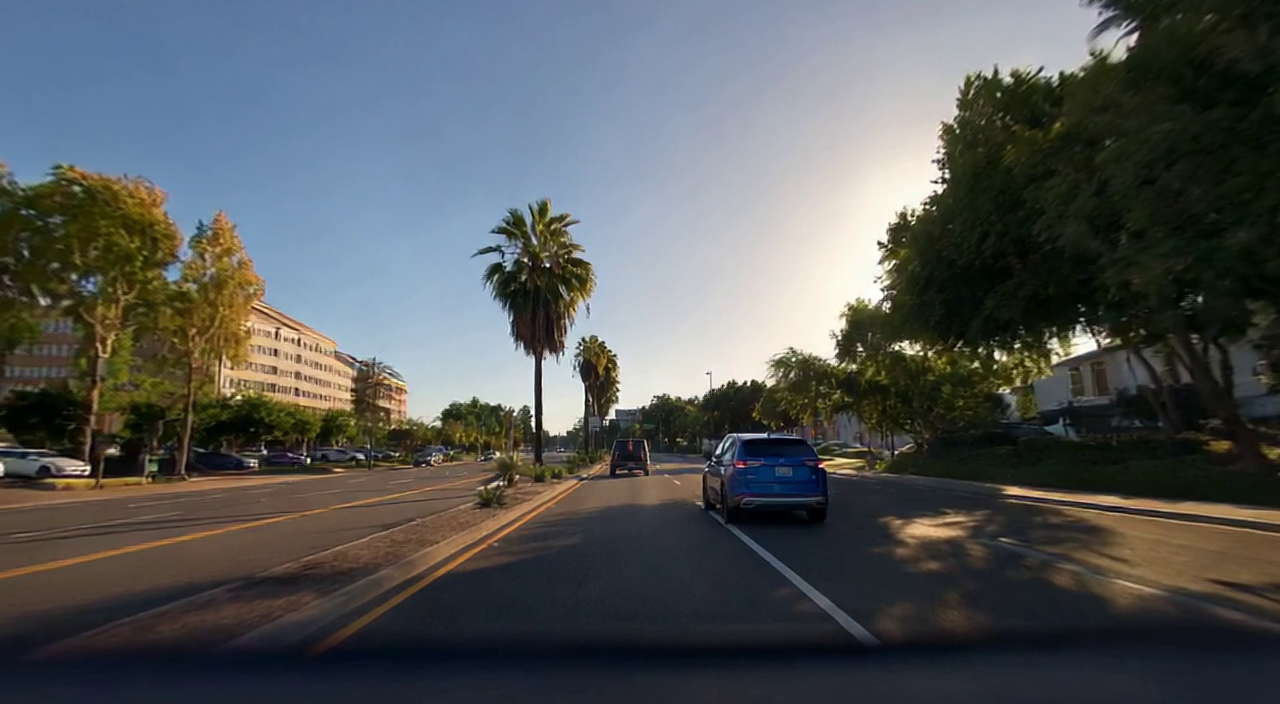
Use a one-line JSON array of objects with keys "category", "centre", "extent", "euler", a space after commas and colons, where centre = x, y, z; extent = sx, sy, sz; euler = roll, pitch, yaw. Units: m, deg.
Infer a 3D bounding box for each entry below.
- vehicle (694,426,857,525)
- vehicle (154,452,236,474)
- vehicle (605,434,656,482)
[{"category": "vehicle", "centre": [2.551, 2.472, 13.196], "extent": [2.239, 1.693, 4.301], "euler": [0, -8, -3]}, {"category": "vehicle", "centre": [-31.816, 7.930, 45.262], "extent": [4.404, 1.487, 1.868], "euler": [0, -8, -3]}, {"category": "vehicle", "centre": [-0.395, 4.415, 26.615], "extent": [1.981, 1.854, 3.983], "euler": [0, -8, -1]}]
